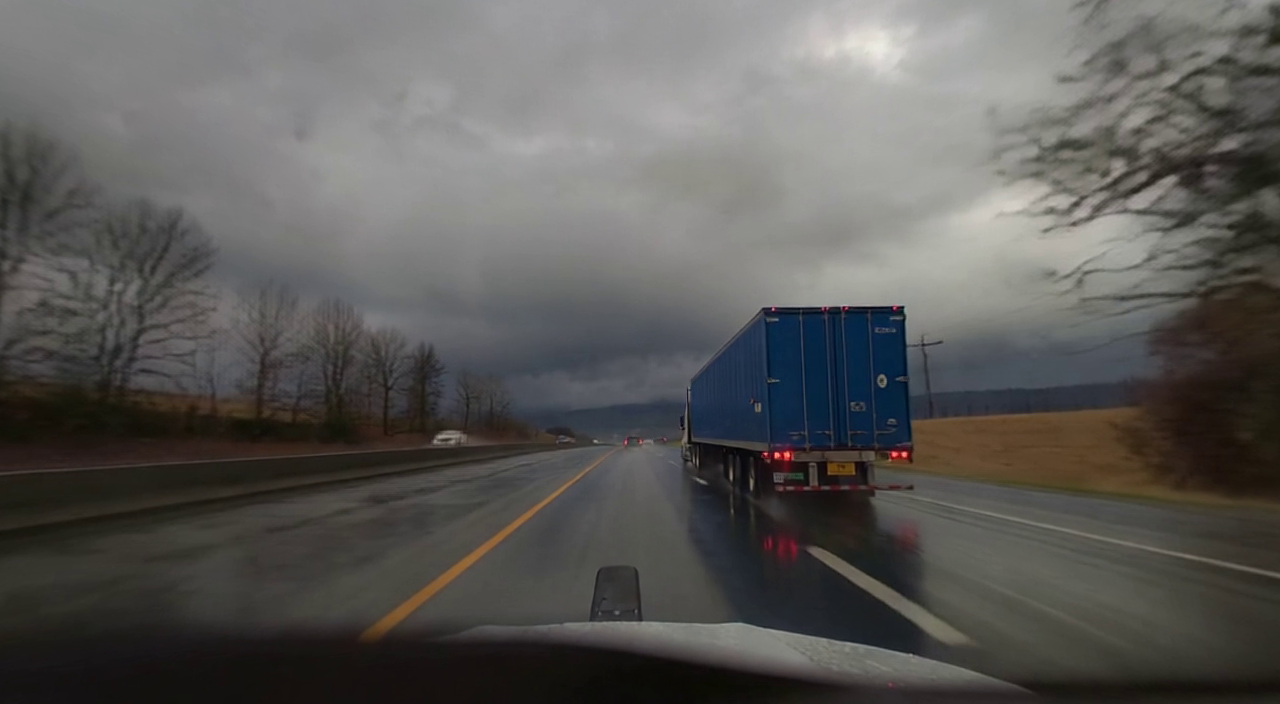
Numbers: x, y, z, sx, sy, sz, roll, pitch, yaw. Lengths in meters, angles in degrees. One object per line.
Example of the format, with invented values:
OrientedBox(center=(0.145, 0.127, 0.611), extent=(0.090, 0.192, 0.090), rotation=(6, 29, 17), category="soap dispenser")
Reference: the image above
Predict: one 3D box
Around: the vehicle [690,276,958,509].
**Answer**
OrientedBox(center=(3.994, 1.836, 20.024), extent=(3.203, 4.273, 17.131), rotation=(0, -8, -1), category="vehicle")

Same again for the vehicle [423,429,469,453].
OrientedBox(center=(-13.291, 6.101, 43.225), extent=(1.878, 1.556, 4.128), rotation=(0, -8, -1), category="vehicle")
